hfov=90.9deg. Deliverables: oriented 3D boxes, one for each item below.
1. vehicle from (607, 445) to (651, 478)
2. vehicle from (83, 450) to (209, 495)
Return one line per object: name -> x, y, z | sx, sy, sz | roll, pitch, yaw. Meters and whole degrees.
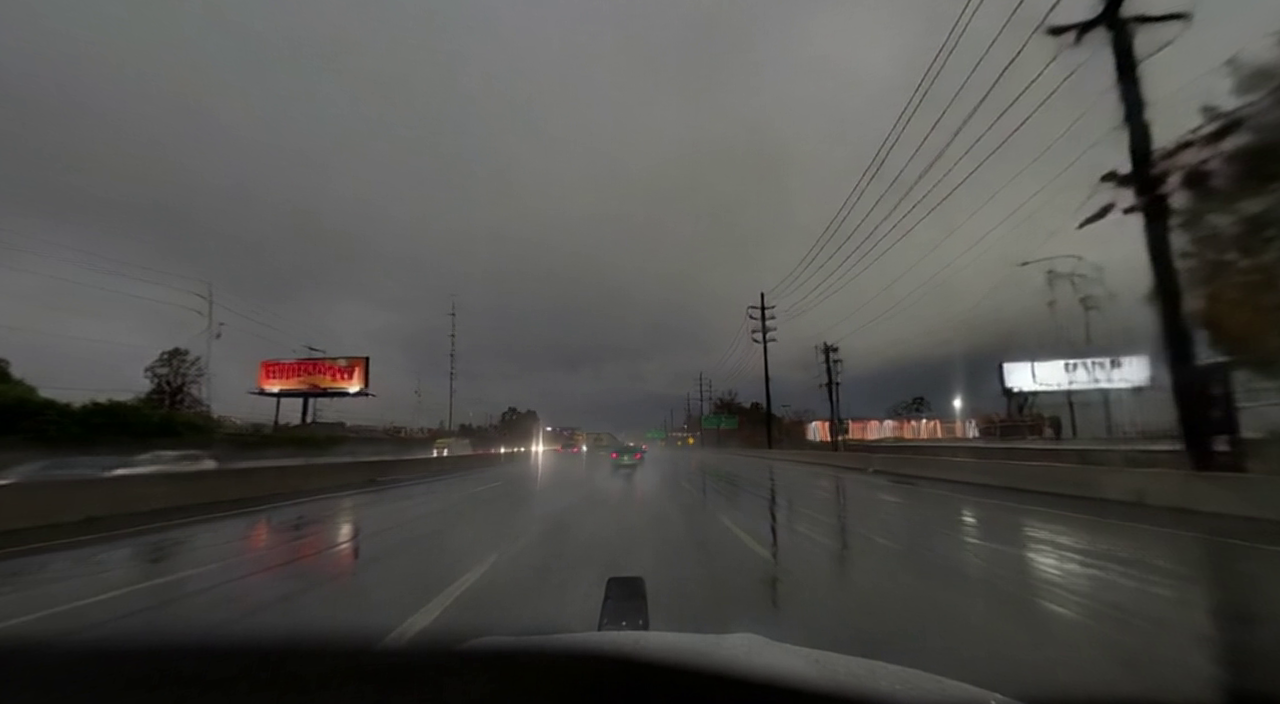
vehicle -> -0.442, 5.131, 29.849 | 1.891, 1.444, 3.968 | 0, -9, 2
vehicle -> -16.466, 4.006, 21.238 | 1.512, 1.346, 3.310 | 0, -9, 1
